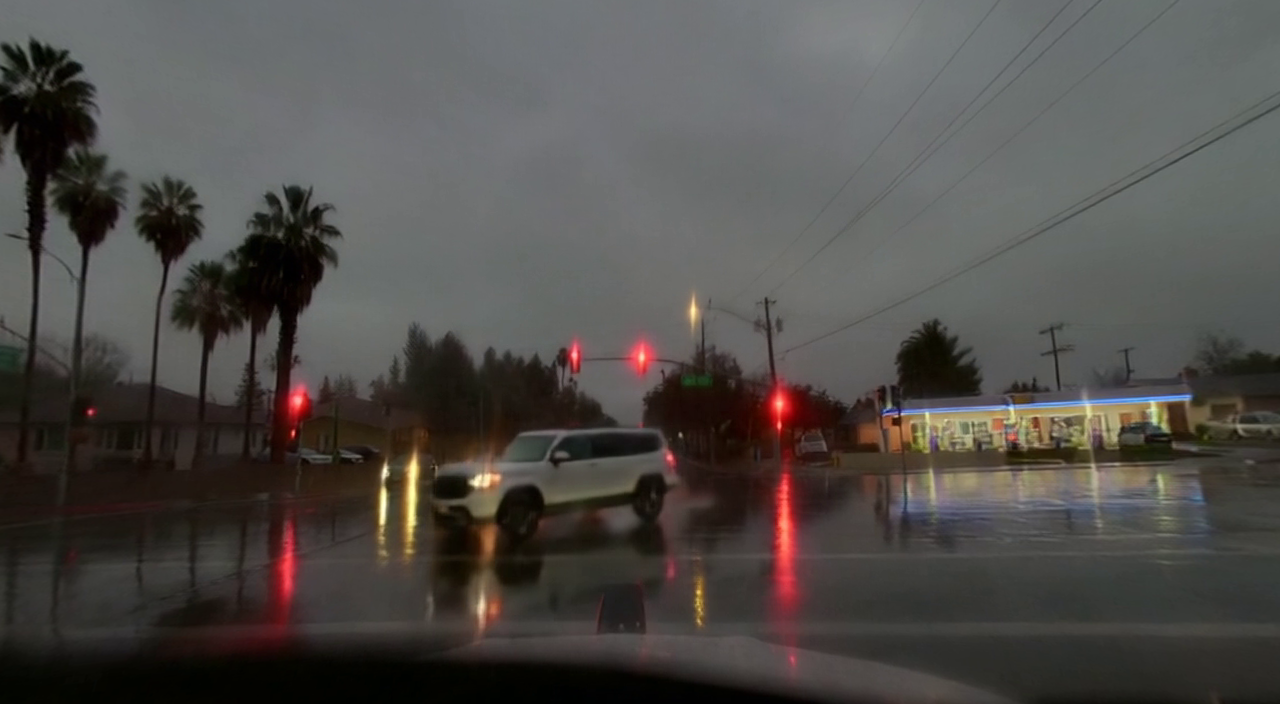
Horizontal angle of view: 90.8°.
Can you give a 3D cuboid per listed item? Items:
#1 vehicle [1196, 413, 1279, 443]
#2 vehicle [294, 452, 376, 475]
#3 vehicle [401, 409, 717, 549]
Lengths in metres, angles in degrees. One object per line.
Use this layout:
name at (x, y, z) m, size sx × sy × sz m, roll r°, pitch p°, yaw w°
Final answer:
vehicle at (38.302, 4.791, 39.971) m, size 4.488 × 1.447 × 1.765 m, roll -5°, pitch -8°, yaw -1°
vehicle at (-20.944, 7.681, 43.514) m, size 4.672 × 1.469 × 1.816 m, roll -1°, pitch -9°, yaw -2°
vehicle at (-1.119, 2.023, 10.784) m, size 5.086 × 1.817 × 1.952 m, roll 7°, pitch -12°, yaw -42°
